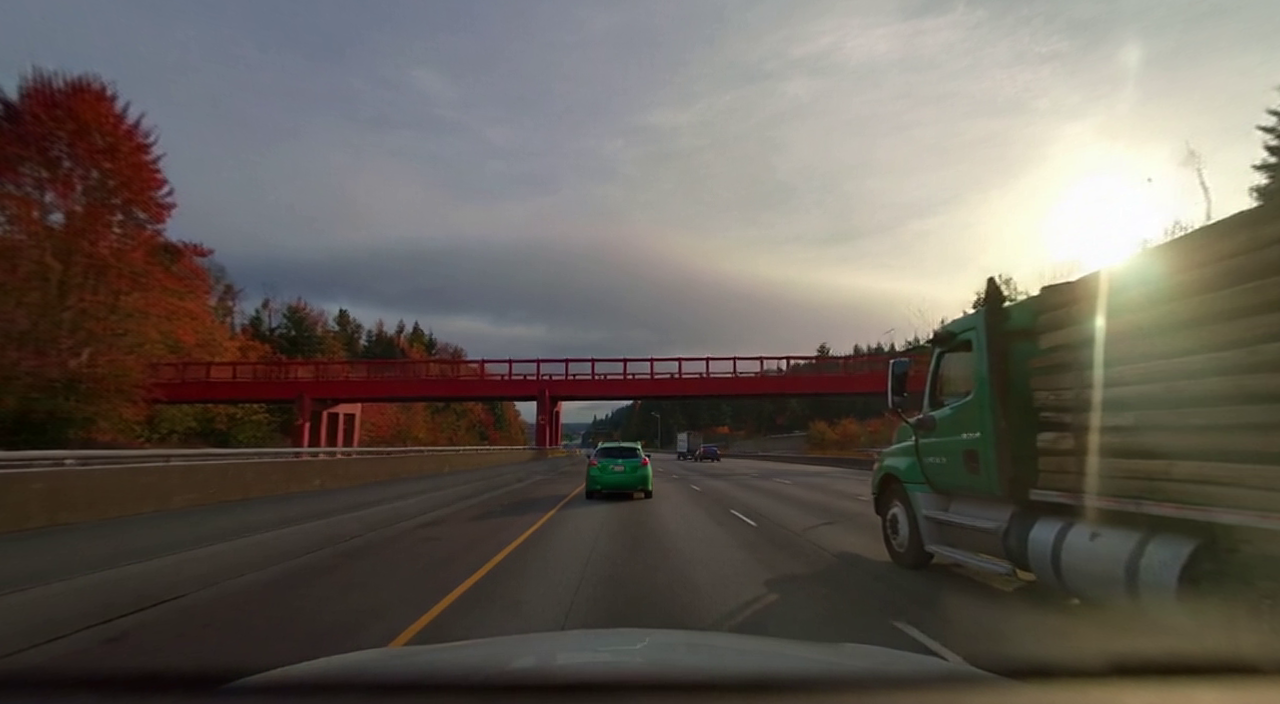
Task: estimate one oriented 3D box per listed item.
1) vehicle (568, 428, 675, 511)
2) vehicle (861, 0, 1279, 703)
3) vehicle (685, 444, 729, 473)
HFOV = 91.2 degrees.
[{"bbox_3d":[-0.401,2.783,15.227,2.259,1.699,4.015,0,-9,0],"label":"vehicle"},{"bbox_3d":[4.168,-0.186,2.835,2.992,3.920,8.831,0,-9,0],"label":"vehicle"},{"bbox_3d":[3.686,5.931,35.145,1.894,1.487,3.751,0,-9,-2],"label":"vehicle"}]
